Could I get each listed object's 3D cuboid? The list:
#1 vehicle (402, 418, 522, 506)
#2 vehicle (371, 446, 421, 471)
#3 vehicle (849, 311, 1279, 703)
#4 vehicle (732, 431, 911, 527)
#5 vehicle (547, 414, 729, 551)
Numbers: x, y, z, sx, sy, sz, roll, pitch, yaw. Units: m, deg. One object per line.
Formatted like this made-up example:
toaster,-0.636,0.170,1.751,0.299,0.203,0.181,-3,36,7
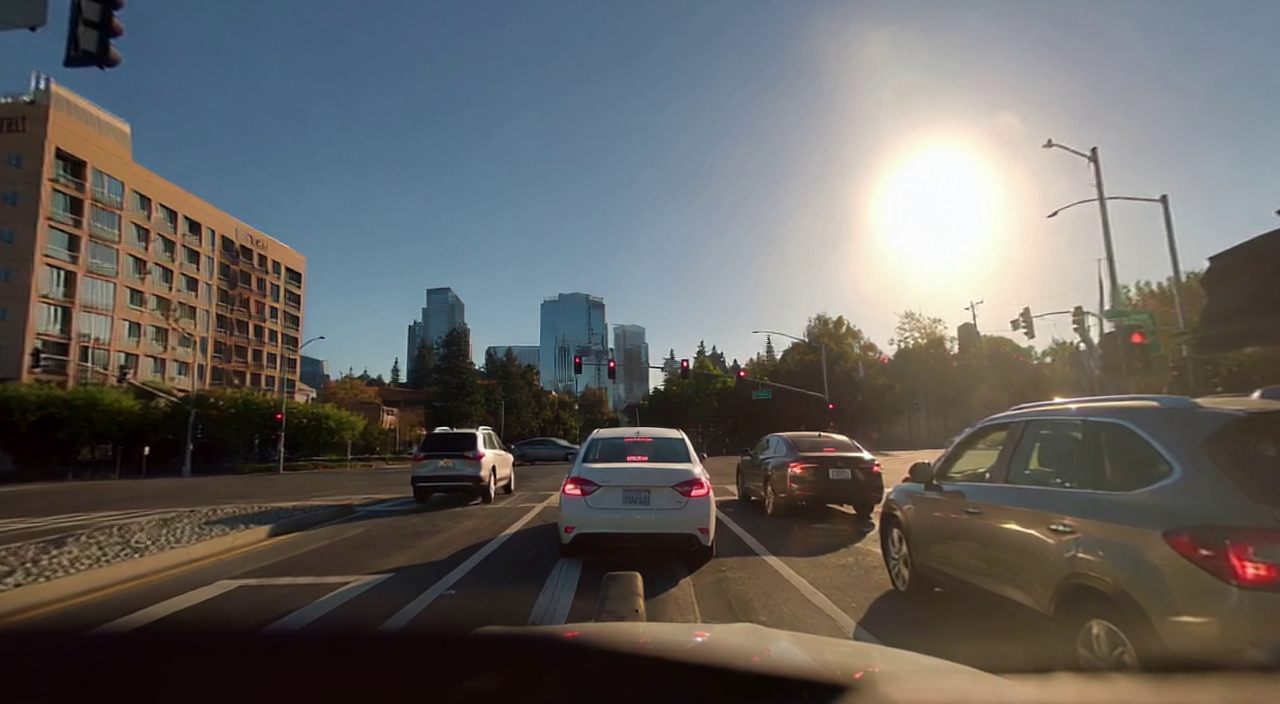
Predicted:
vehicle,-4.176,2.654,15.613,2.021,1.837,4.448,1,-9,-5
vehicle,-18.766,8.193,48.803,2.026,1.836,4.726,0,-8,0
vehicle,3.016,0.971,3.578,2.103,1.701,4.294,0,-8,-1
vehicle,3.158,2.311,12.100,2.001,1.463,4.398,0,-8,-2
vehicle,-0.073,1.879,9.718,2.188,1.637,4.027,0,-8,-1
